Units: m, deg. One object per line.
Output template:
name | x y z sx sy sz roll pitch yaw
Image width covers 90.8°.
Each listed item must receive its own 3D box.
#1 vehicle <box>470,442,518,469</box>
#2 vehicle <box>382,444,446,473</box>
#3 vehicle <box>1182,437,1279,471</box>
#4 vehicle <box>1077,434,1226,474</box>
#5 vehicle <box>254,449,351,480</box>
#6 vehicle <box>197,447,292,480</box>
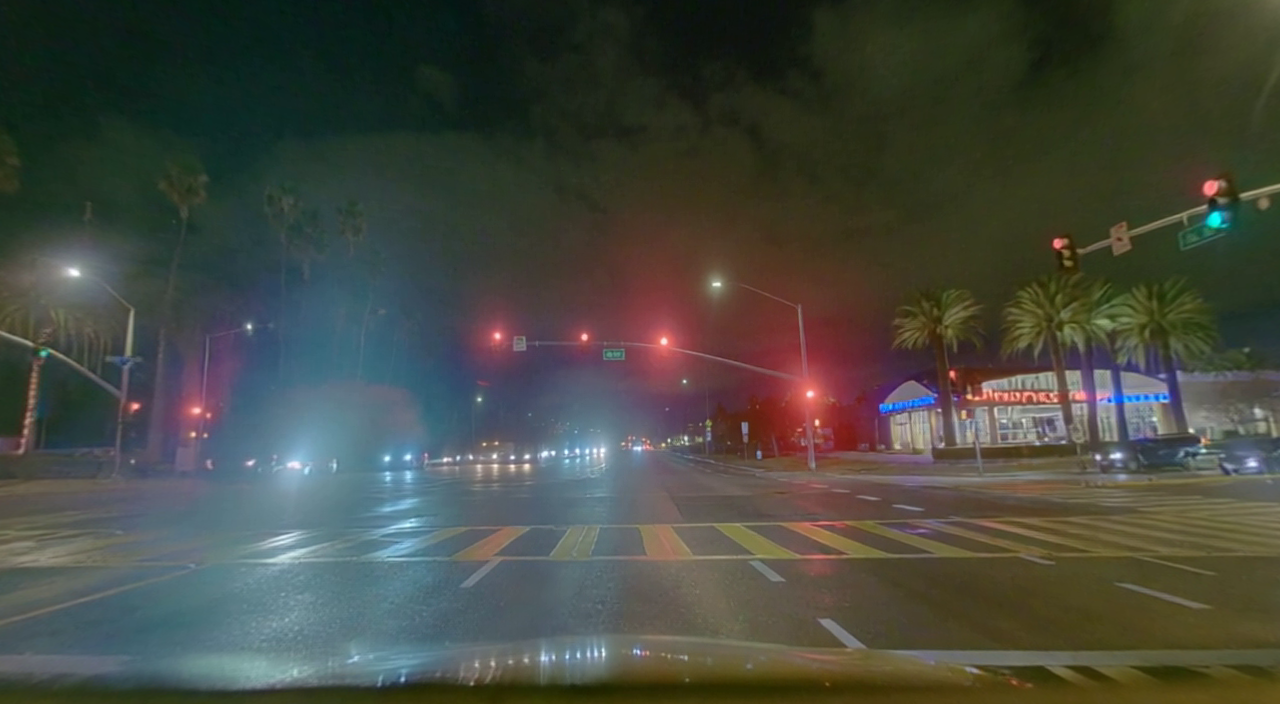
vehicle | -9.702 6.900 42.393 2.074 1.681 4.417 0 -9 1
vehicle | -13.782 6.519 38.931 2.074 1.671 4.755 0 -9 2
vehicle | 27.404 4.597 28.489 4.625 1.451 1.801 1 -9 -9
vehicle | 22.243 4.444 27.635 4.533 1.676 2.236 0 -9 -1
vehicle | -17.510 5.833 33.131 2.221 1.449 5.092 0 -9 1
vehicle | -21.169 5.971 34.093 2.107 1.642 4.561 0 -9 1
